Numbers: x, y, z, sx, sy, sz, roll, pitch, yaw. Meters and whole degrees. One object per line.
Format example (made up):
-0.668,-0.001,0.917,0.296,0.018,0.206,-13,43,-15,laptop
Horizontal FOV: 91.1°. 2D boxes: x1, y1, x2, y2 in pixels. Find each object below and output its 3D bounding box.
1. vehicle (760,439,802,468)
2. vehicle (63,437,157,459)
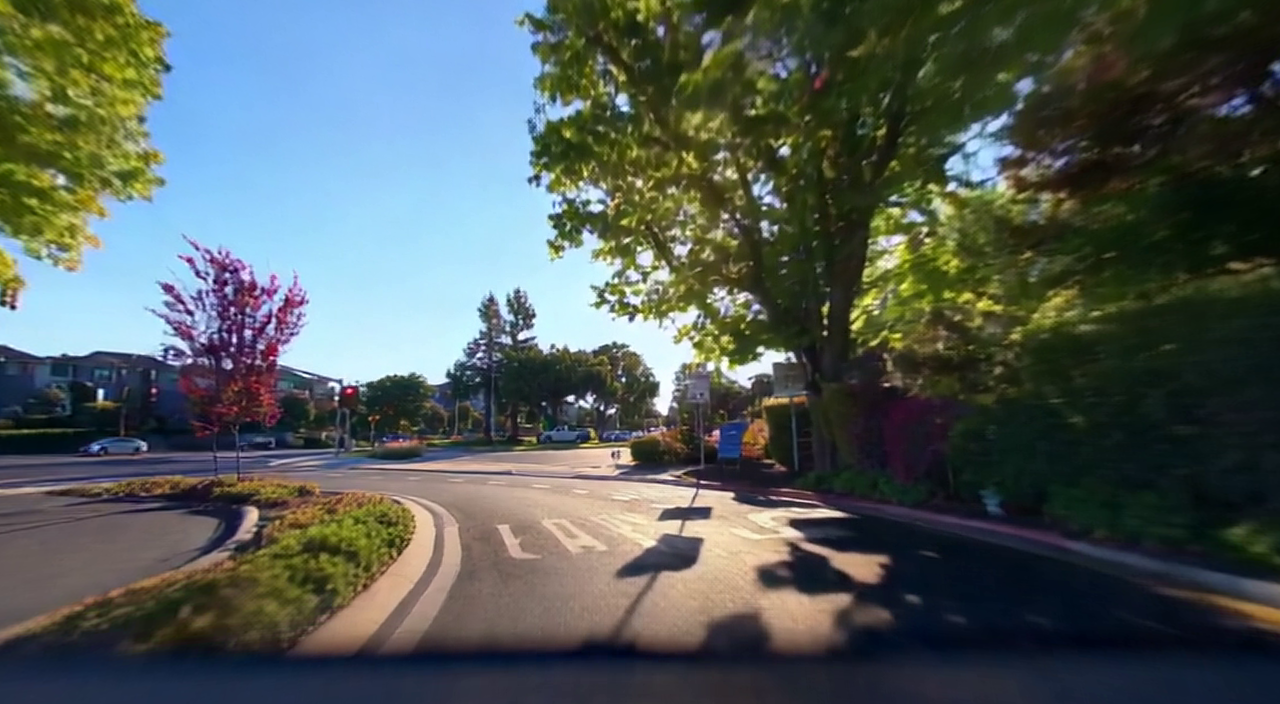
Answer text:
8.689,6.130,38.310,1.907,1.515,4.550,-2,-7,20,vehicle
-37.228,6.742,44.289,1.847,1.461,4.853,-2,-9,11,vehicle
